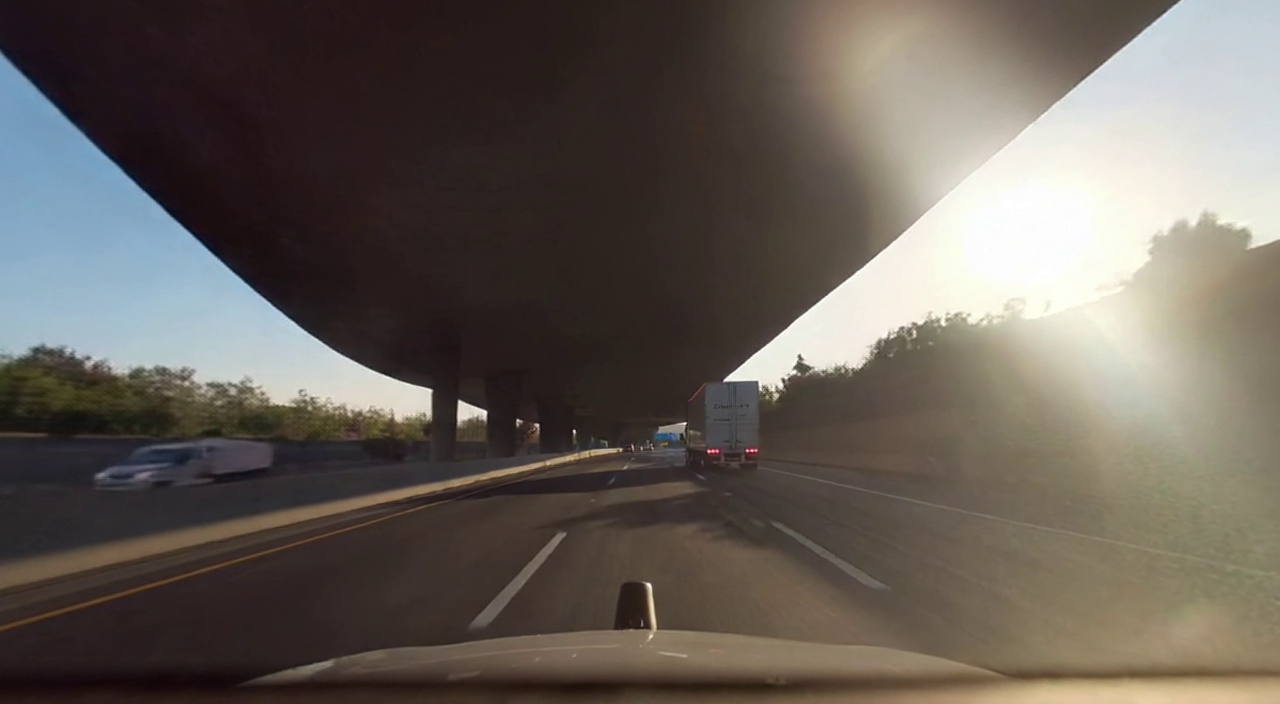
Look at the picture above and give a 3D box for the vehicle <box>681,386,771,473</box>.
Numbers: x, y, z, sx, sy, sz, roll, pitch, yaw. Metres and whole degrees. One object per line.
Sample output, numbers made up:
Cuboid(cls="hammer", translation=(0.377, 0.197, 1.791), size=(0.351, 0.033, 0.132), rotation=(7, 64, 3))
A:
Cuboid(cls="vehicle", translation=(4.648, 4.832, 38.109), size=(3.187, 4.197, 15.004), rotation=(0, -8, -1))
